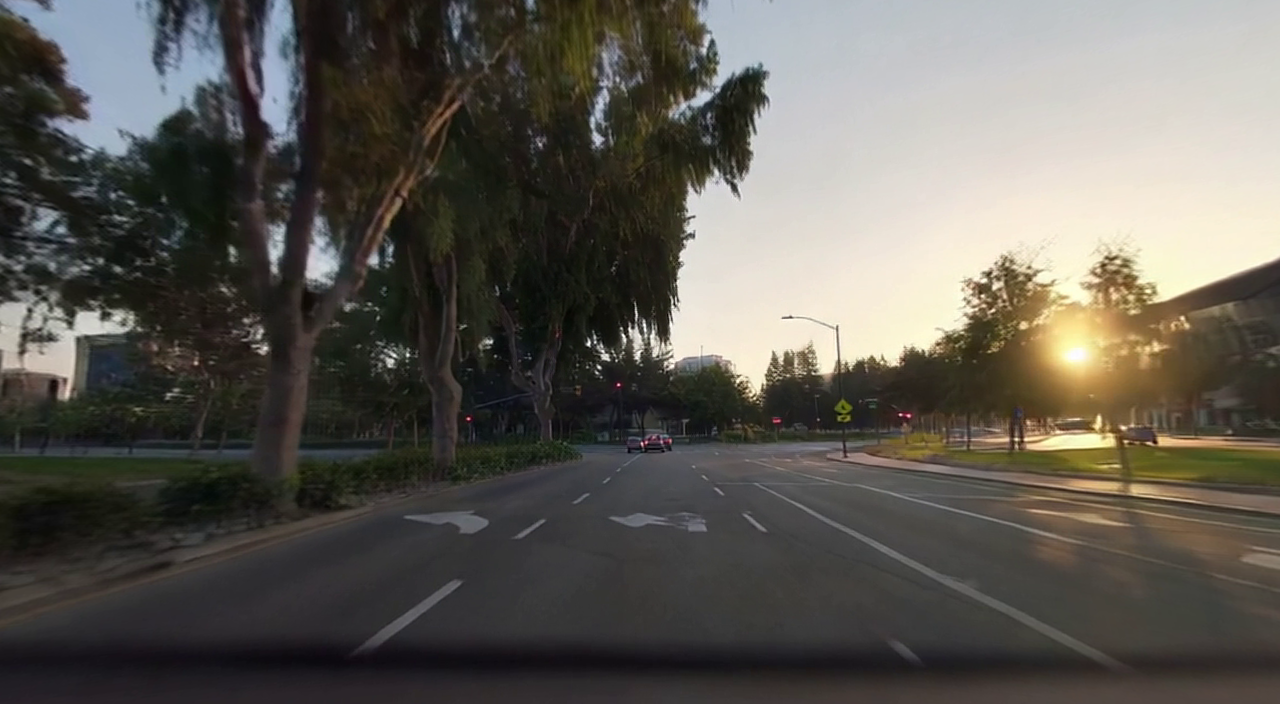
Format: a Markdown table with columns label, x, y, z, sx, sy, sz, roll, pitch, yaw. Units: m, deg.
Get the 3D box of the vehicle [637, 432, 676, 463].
| label | x | y | z | sx | sy | sz | roll | pitch | yaw |
| --- | --- | --- | --- | --- | --- | --- | --- | --- | --- |
| vehicle | 1.040 | 5.897 | 38.932 | 2.298 | 1.770 | 4.138 | 0 | -8 | 2 |
